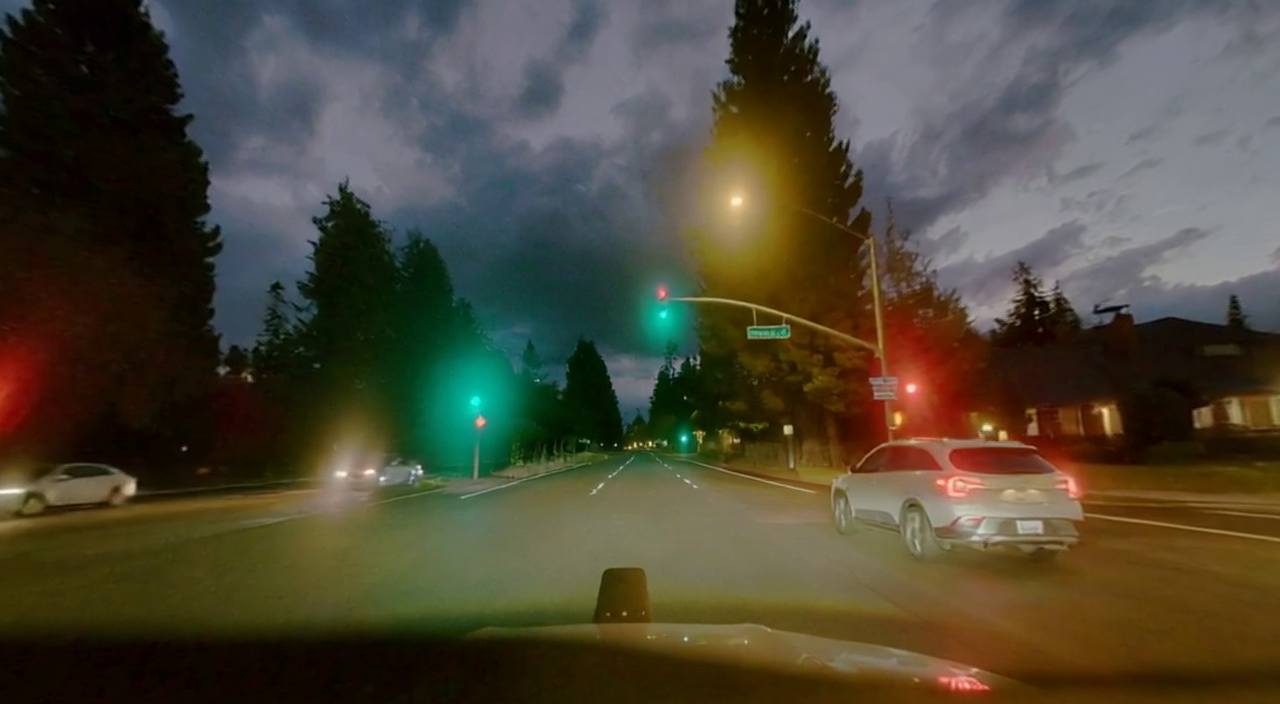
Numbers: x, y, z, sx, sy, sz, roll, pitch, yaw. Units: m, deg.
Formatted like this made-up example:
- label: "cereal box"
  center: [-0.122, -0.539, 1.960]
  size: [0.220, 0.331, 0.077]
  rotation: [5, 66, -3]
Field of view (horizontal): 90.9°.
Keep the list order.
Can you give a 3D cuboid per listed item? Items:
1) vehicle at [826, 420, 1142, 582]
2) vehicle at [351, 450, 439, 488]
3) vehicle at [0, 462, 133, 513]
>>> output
- label: "vehicle"
  center: [3.972, 1.757, 8.136]
  size: [2.018, 1.591, 3.564]
  rotation: [0, -9, 0]
- label: "vehicle"
  center: [-10.339, 4.933, 26.970]
  size: [2.029, 1.453, 4.188]
  rotation: [0, -9, 1]
- label: "vehicle"
  center: [-20.723, 4.679, 22.185]
  size: [1.844, 1.494, 4.706]
  rotation: [0, -9, 0]
